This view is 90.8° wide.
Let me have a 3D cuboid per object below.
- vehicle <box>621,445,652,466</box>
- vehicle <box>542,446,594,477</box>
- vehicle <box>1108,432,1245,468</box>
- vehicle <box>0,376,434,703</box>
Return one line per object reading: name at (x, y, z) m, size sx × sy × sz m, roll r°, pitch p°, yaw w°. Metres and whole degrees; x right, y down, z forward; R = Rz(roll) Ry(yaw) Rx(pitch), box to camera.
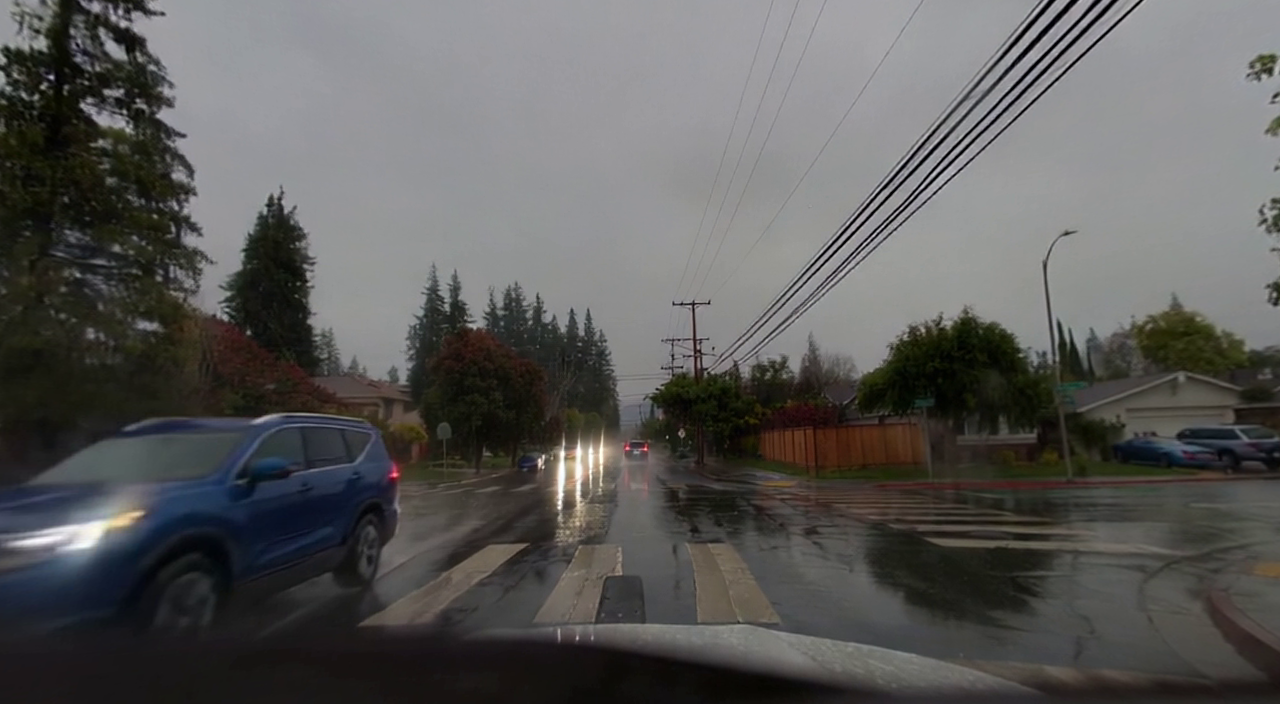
vehicle at (-0.292, 7.668, 46.912) m, size 2.209 × 1.501 × 4.208 m, roll 0°, pitch -9°, yaw -1°
vehicle at (-3.594, 5.516, 32.182) m, size 2.102 × 1.463 × 4.024 m, roll 0°, pitch -9°, yaw 1°
vehicle at (23.427, 4.307, 27.880) m, size 1.841 × 1.448 × 4.688 m, roll 0°, pitch -9°, yaw -1°
vehicle at (-3.763, 1.349, 5.752) m, size 2.330 × 1.768 × 4.553 m, roll 0°, pitch -9°, yaw -2°
